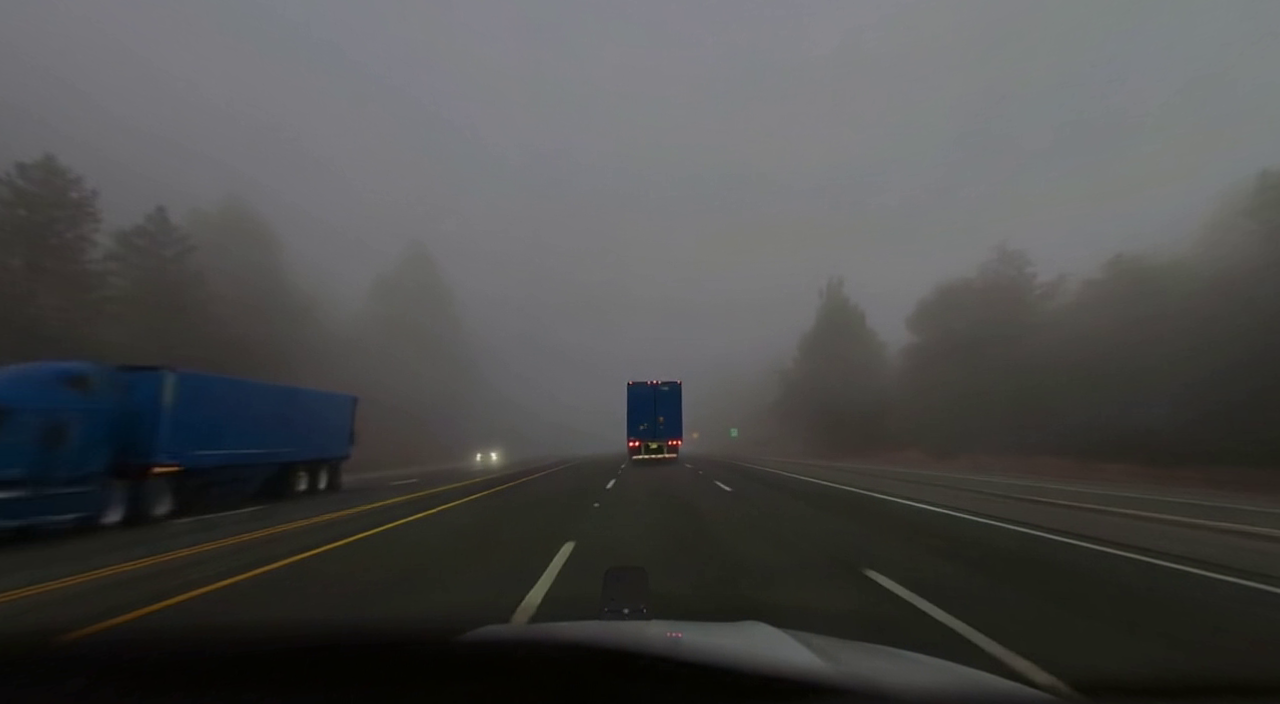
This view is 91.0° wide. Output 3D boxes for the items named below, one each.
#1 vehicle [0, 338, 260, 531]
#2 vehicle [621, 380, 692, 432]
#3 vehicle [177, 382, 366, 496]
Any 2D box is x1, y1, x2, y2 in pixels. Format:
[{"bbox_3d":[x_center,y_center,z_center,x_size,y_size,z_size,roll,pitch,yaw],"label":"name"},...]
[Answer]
[{"bbox_3d":[-14.904,2.239,16.786,3.041,4.004,10.215,0,-8,0],"label":"vehicle"},{"bbox_3d":[0.555,2.355,26.132,2.509,1.890,4.732,0,-8,-3],"label":"vehicle"},{"bbox_3d":[-14.855,3.650,26.470,2.881,3.996,8.221,-1,-8,0],"label":"vehicle"}]
